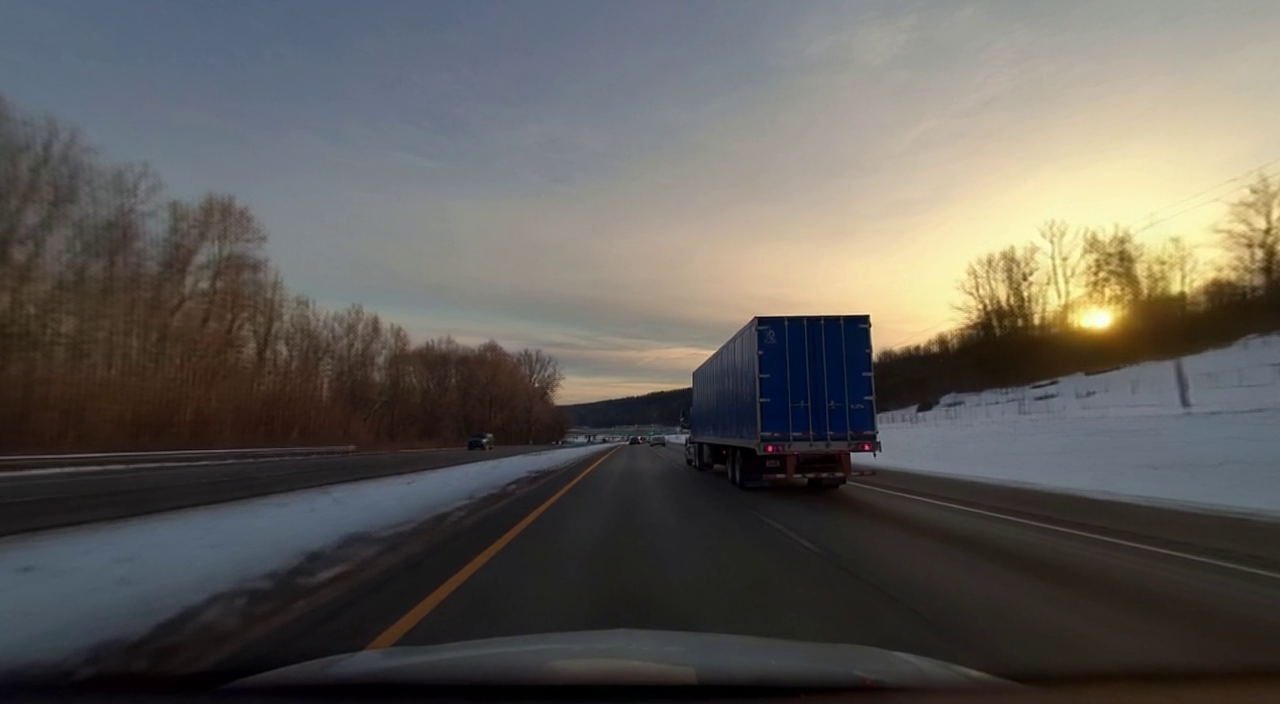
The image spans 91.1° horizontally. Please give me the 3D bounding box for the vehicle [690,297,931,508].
[{"bbox_3d":[4.105,2.129,21.276,3.203,4.273,17.131,0,-8,-1],"label":"vehicle"}]
